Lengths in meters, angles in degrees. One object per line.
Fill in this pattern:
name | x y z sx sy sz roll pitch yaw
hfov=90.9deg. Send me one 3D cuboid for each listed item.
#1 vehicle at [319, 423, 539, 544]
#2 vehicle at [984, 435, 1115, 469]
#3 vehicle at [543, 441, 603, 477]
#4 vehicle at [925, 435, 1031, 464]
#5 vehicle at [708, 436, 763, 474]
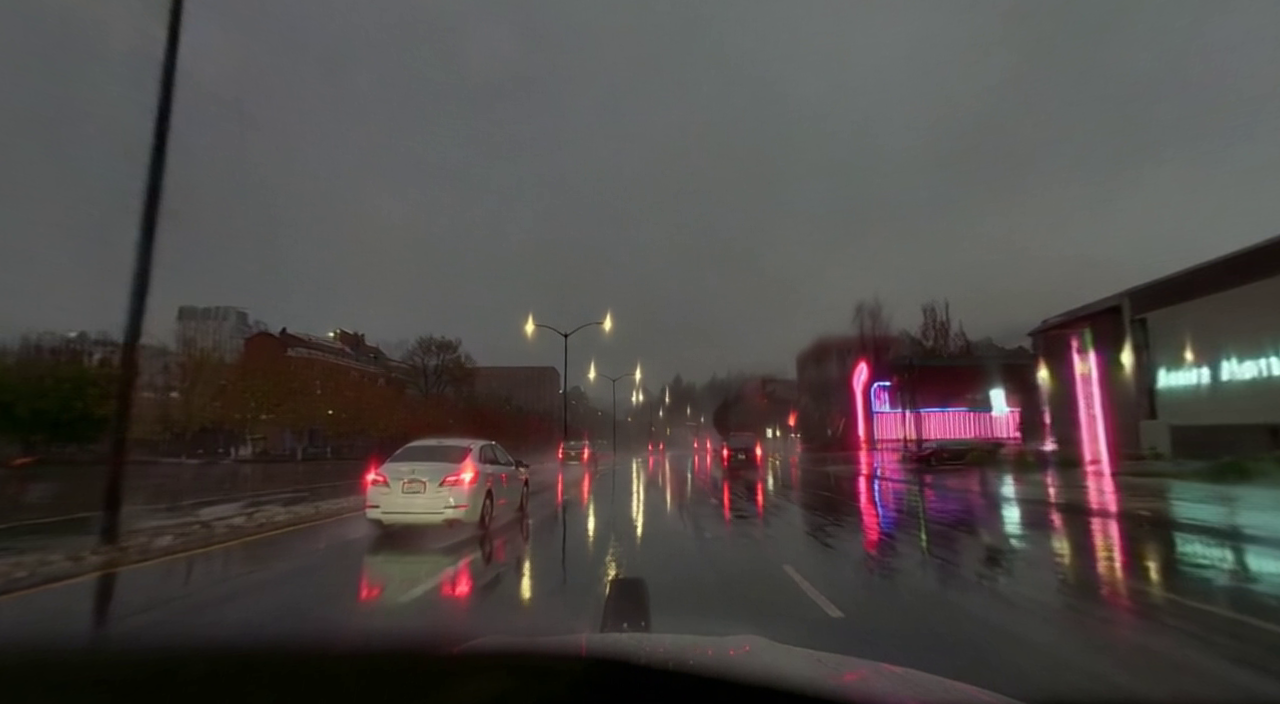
vehicle | -3.144 2.060 10.579 2.118 1.568 4.436 0 -8 0
vehicle | 18.706 4.585 28.972 4.502 1.454 2.129 0 -8 1
vehicle | -2.883 4.706 28.010 1.980 1.454 4.226 -1 -8 3
vehicle | 18.528 5.368 34.695 4.583 1.491 2.192 0 -8 -1
vehicle | 4.584 5.016 30.942 2.103 1.699 4.171 0 -8 1
